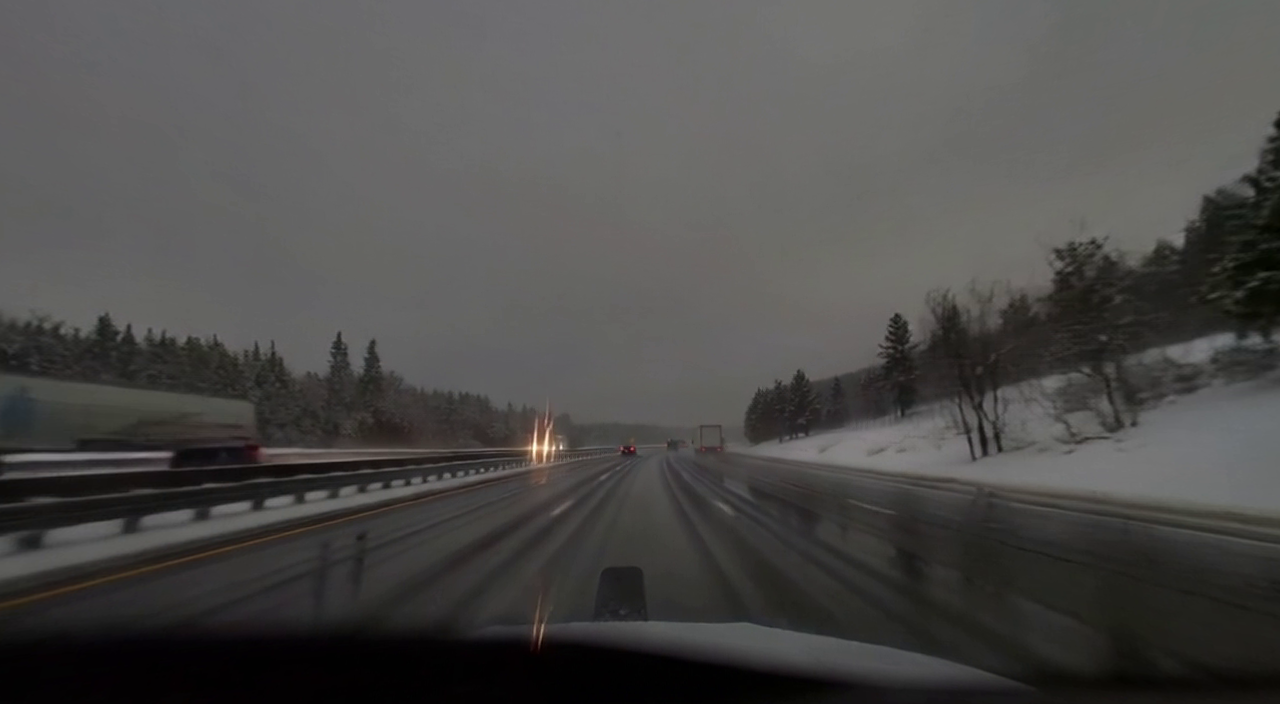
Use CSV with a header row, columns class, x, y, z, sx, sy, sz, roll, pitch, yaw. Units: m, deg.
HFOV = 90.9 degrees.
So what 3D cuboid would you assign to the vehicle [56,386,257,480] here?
class,x,y,z,sx,sy,sz,roll,pitch,yaw
vehicle,-24.180,4.251,32.486,2.835,4.106,9.021,0,-8,2
